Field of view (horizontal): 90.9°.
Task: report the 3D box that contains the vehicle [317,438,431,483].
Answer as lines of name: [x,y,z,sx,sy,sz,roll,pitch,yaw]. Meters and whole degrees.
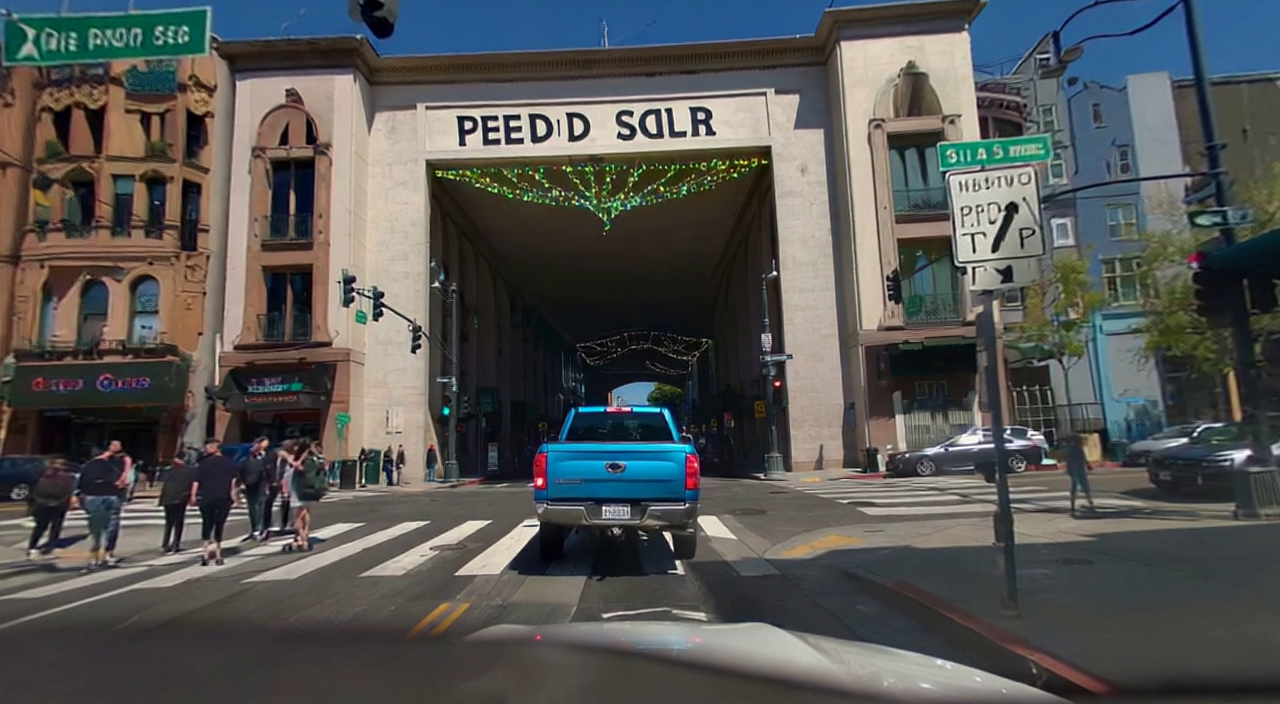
vehicle: [-13.110,5.354,31.221,4.799,1.909,2.011,-3,-7,3]

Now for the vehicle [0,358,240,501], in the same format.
vehicle: [-22.322,2.747,22.363,13.729,4.662,3.300,0,-8,0]

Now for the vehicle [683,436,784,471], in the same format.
vehicle: [4.306,4.764,29.643,4.515,1.583,1.920,-1,-8,3]

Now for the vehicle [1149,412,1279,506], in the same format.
vehicle: [13.050,2.024,12.333,4.082,1.613,2.211,-3,-12,0]

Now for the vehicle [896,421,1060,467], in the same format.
vehicle: [11.643,3.212,21.931,4.600,1.506,1.878,0,-8,-2]

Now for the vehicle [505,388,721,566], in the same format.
vehicle: [-0.460,1.842,10.089,2.477,2.020,5.534,0,-8,-3]

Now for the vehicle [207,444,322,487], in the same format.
vehicle: [-18.582,5.617,31.373,4.398,2.057,1.959,0,-8,-2]
